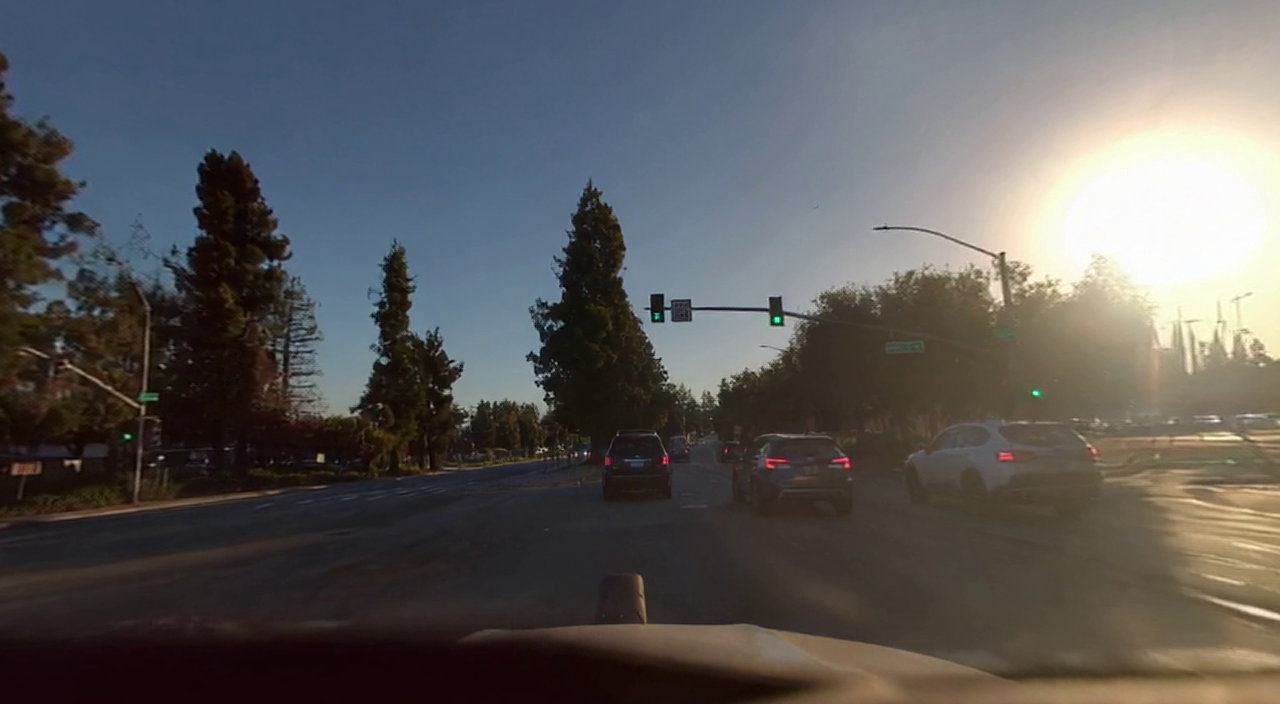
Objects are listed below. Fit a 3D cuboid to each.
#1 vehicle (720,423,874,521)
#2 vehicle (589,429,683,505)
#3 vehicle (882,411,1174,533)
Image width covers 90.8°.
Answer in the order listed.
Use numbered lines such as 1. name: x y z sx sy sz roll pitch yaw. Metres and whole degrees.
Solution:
1. vehicle: 3.246 2.617 14.384 2.057 1.788 5.216 0 -9 -1
2. vehicle: -0.147 3.199 18.015 2.353 1.894 4.122 0 -9 -1
3. vehicle: 7.019 2.247 12.463 2.251 1.873 5.346 0 -9 -1
